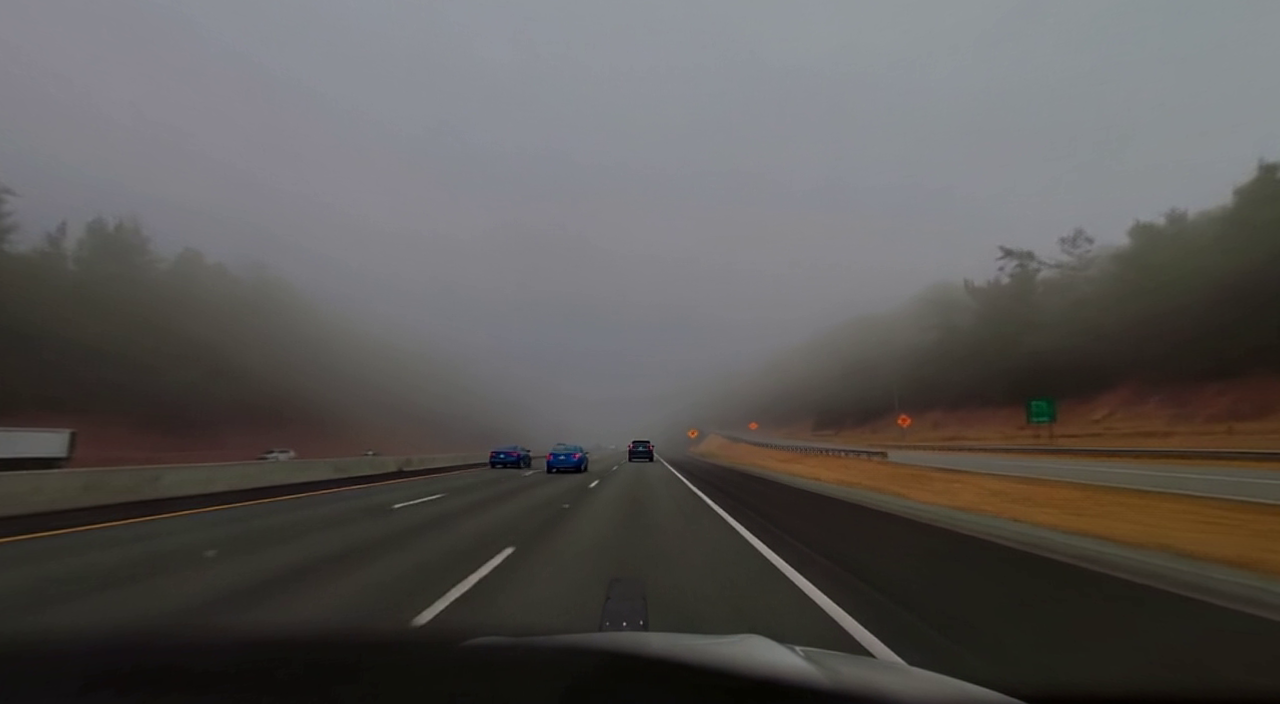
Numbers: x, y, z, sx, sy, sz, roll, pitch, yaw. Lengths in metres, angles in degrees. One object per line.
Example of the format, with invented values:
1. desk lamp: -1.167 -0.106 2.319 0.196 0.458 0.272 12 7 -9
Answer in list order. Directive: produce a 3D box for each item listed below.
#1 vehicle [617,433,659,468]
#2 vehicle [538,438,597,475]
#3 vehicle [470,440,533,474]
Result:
1. vehicle: -0.083 5.800 37.402 2.309 1.915 5.130 0 -8 0
2. vehicle: -3.300 4.931 29.943 2.139 1.589 5.102 0 -8 1
3. vehicle: -6.807 5.208 31.477 2.009 1.519 4.697 0 -8 1
